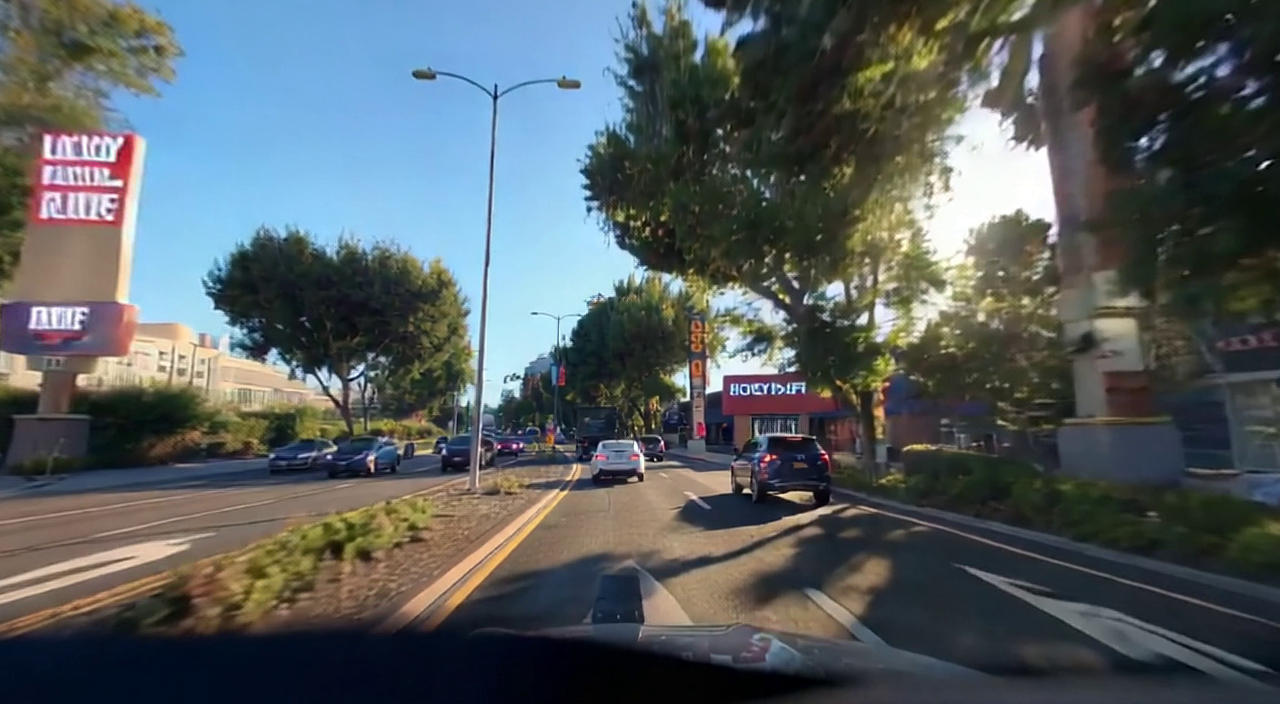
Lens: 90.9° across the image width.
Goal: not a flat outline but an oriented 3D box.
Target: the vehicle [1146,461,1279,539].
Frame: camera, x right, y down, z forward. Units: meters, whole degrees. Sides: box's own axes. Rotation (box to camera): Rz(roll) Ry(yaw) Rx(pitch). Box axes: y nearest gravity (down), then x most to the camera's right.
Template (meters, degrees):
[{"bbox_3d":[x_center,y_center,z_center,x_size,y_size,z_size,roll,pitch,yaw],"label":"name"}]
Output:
[{"bbox_3d":[13.942,3.144,13.594,4.197,1.467,1.928,-2,-8,10],"label":"vehicle"}]

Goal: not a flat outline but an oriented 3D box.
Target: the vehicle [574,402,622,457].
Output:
[{"bbox_3d":[-3.067,5.467,44.122,2.917,3.482,6.946,1,-8,-7],"label":"vehicle"}]

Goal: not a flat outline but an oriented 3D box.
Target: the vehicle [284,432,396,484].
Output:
[{"bbox_3d":[-10.357,3.657,22.176,2.091,1.642,4.299,0,-8,-4],"label":"vehicle"}]

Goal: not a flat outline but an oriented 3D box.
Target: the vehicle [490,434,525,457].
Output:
[{"bbox_3d":[-9.456,6.666,45.143,2.007,1.532,4.266,0,-7,-6],"label":"vehicle"}]

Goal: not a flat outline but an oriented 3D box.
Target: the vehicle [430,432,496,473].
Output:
[{"bbox_3d":[-7.492,4.264,27.089,1.966,1.616,4.038,0,-8,-5],"label":"vehicle"}]

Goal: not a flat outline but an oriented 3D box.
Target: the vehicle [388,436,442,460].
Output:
[{"bbox_3d":[-14.625,6.242,41.242,1.889,1.481,4.820,0,-8,-1],"label":"vehicle"}]

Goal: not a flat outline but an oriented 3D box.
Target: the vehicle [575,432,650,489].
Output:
[{"bbox_3d":[-0.835,3.108,18.499,1.991,1.472,3.518,0,-8,-4],"label":"vehicle"}]

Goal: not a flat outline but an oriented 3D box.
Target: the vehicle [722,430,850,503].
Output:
[{"bbox_3d":[3.256,2.618,14.948,1.889,1.480,3.876,0,-8,-4],"label":"vehicle"}]
